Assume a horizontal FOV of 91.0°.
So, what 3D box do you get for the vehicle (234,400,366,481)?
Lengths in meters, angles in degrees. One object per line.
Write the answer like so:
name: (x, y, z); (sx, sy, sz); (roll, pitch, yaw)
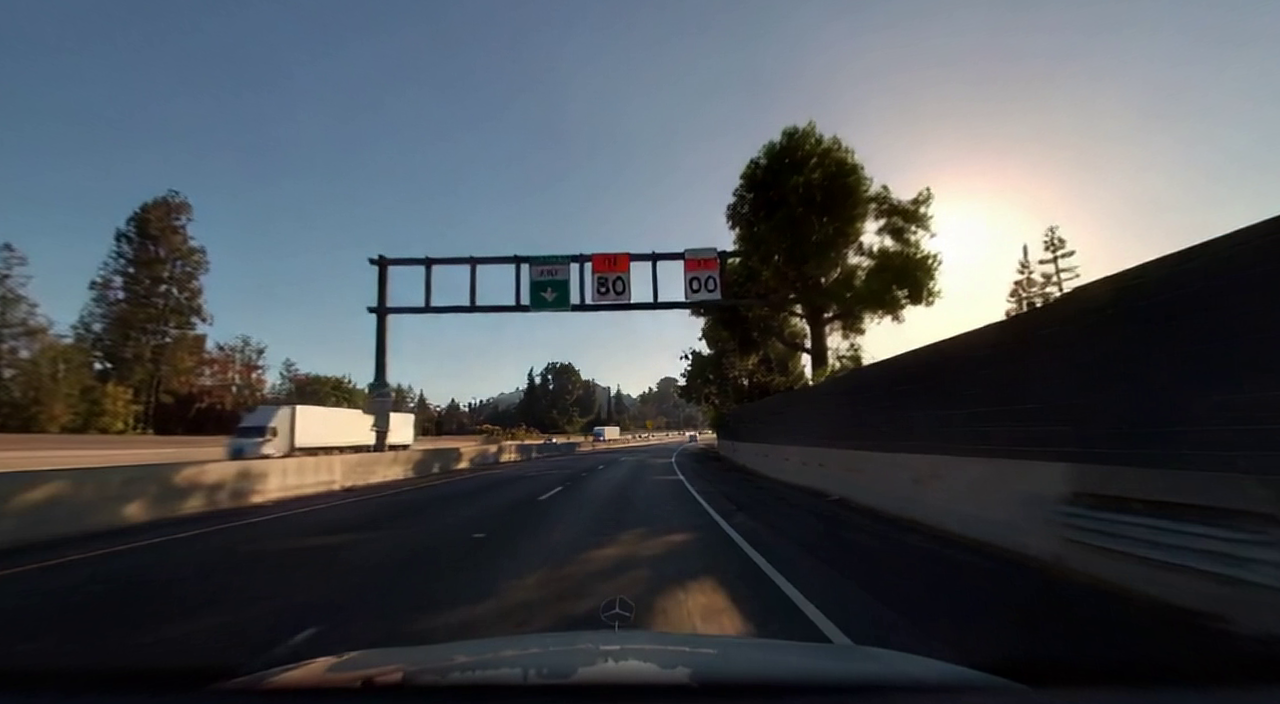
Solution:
vehicle: (-17.214, 4.569, 32.475); (3.120, 3.715, 6.168); (-1, -8, 2)
